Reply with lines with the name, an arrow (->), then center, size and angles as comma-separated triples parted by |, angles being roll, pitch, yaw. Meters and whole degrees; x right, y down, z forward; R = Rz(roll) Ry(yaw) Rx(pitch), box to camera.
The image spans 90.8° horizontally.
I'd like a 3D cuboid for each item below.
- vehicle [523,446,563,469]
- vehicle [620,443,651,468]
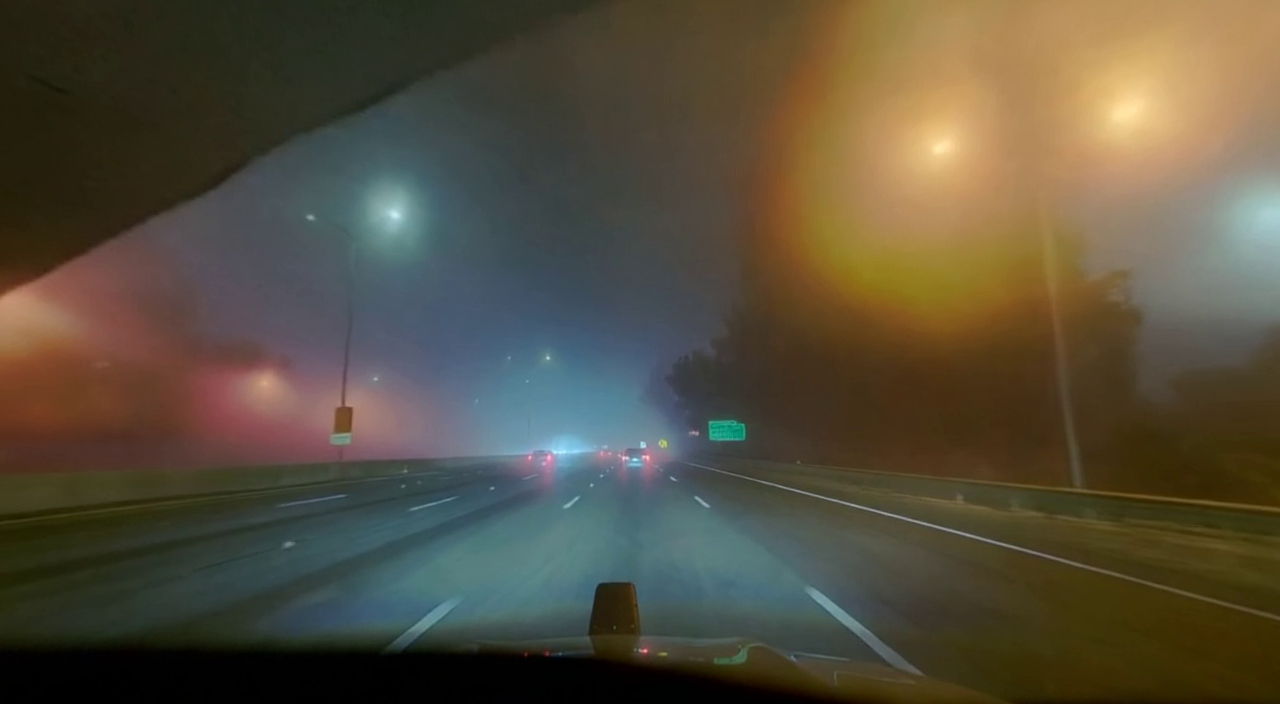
vehicle -> -6.506, 7.120, 42.834 | 1.997, 1.507, 4.248 | 0, -9, 0
vehicle -> -0.323, 7.264, 44.440 | 2.109, 1.638, 3.856 | 0, -9, -1
